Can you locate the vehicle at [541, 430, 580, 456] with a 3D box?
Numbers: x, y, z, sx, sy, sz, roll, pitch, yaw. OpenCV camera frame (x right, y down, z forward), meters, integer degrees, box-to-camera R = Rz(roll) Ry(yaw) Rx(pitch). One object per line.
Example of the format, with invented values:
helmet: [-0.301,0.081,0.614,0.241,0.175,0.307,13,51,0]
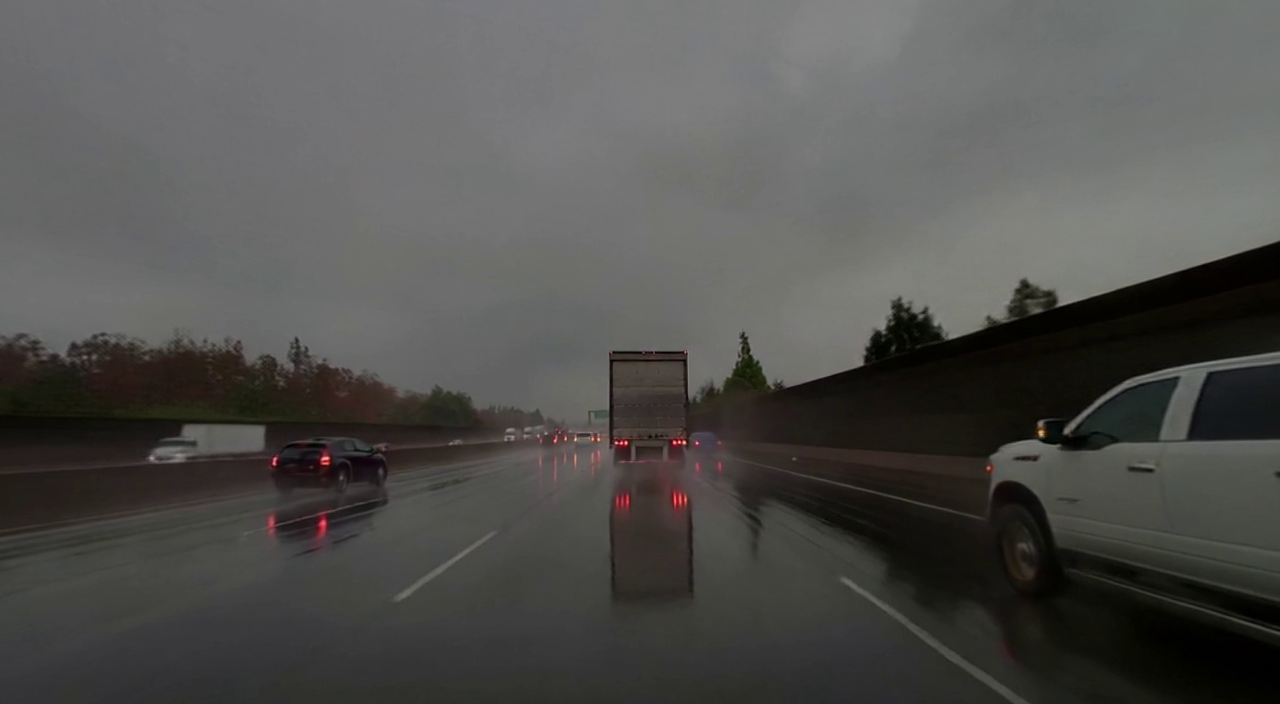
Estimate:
vehicle: [-5.199,6.029,41.802,2.134,1.650,4.133,0,-8,-1]

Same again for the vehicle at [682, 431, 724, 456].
vehicle: [3.900,5.773,39.893,2.044,1.508,4.716,0,-8,-2]

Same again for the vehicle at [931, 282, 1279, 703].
vehicle: [3.632,0.693,2.918,2.118,1.832,4.901,0,-8,-1]

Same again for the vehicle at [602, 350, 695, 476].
vehicle: [0.014,2.596,24.981,2.904,3.915,10.473,0,-8,-3]

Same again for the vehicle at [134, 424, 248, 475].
vehicle: [-27.349,5.940,38.701,2.282,2.848,6.389,0,-8,-1]

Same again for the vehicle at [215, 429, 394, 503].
vehicle: [-7.660,2.610,14.917,2.059,1.500,4.001,0,-8,-1]
